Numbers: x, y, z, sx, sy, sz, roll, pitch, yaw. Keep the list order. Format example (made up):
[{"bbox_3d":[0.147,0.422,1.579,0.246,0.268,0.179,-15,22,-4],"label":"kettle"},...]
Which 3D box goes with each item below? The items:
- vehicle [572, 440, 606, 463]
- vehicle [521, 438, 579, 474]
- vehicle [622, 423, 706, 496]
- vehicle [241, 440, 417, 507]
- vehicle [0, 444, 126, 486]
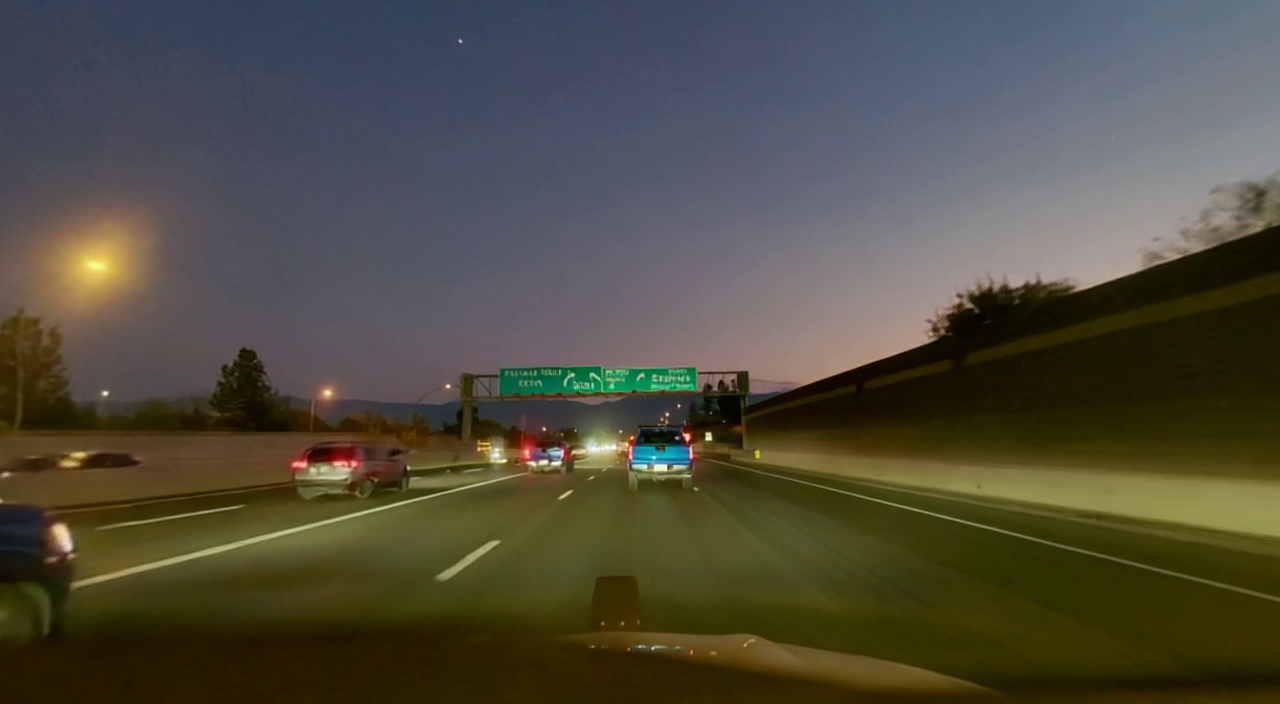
[{"bbox_3d":[-3.719,7.329,46.401,2.061,1.584,4.290,0,-8,1],"label":"vehicle"},{"bbox_3d":[-4.228,4.966,30.322,1.961,1.591,4.756,0,-8,1],"label":"vehicle"},{"bbox_3d":[0.577,3.021,18.118,2.083,1.792,4.782,0,-8,0],"label":"vehicle"},{"bbox_3d":[-7.748,3.052,16.385,2.081,1.463,4.749,0,-8,1],"label":"vehicle"},{"bbox_3d":[-21.256,4.122,23.328,1.536,1.400,3.422,-1,-8,0],"label":"vehicle"}]
